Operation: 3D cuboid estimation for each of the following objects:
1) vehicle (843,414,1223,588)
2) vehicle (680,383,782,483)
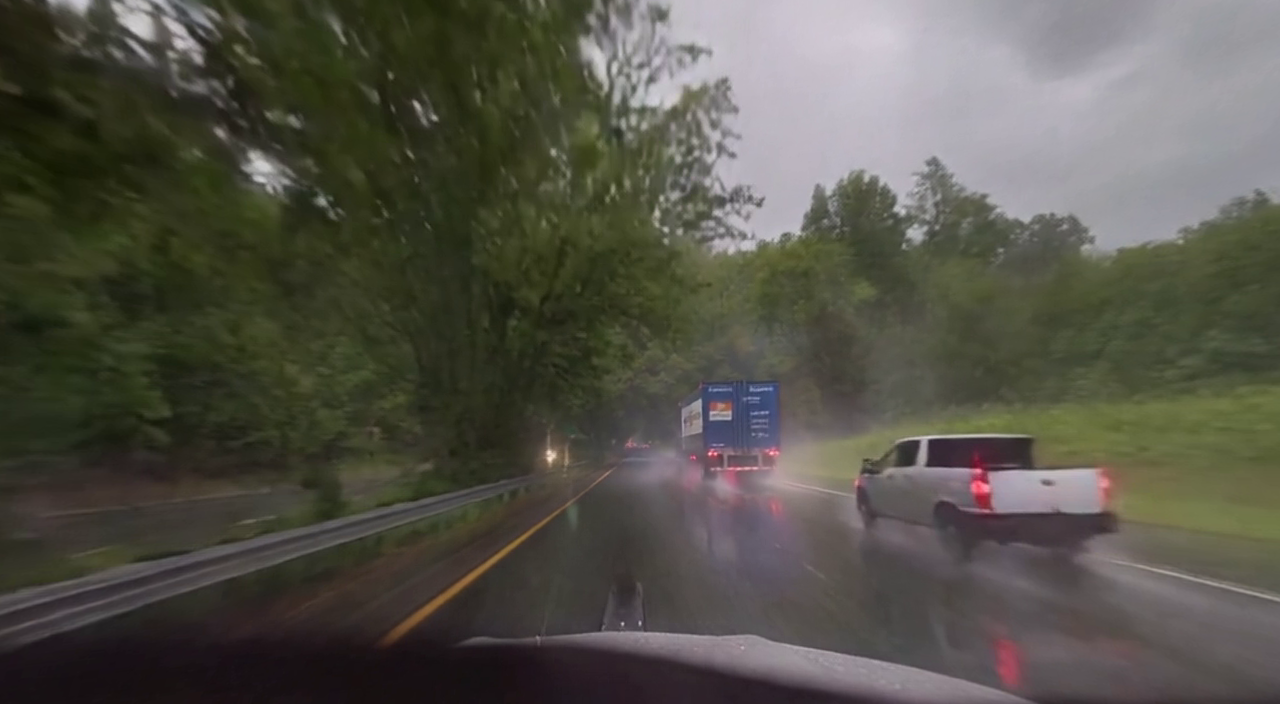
[{"bbox_3d":[4.644,1.832,8.628,2.118,1.688,4.715,0,-9,0],"label":"vehicle"},{"bbox_3d":[4.195,4.446,33.203,3.231,4.102,14.393,0,-9,0],"label":"vehicle"}]
